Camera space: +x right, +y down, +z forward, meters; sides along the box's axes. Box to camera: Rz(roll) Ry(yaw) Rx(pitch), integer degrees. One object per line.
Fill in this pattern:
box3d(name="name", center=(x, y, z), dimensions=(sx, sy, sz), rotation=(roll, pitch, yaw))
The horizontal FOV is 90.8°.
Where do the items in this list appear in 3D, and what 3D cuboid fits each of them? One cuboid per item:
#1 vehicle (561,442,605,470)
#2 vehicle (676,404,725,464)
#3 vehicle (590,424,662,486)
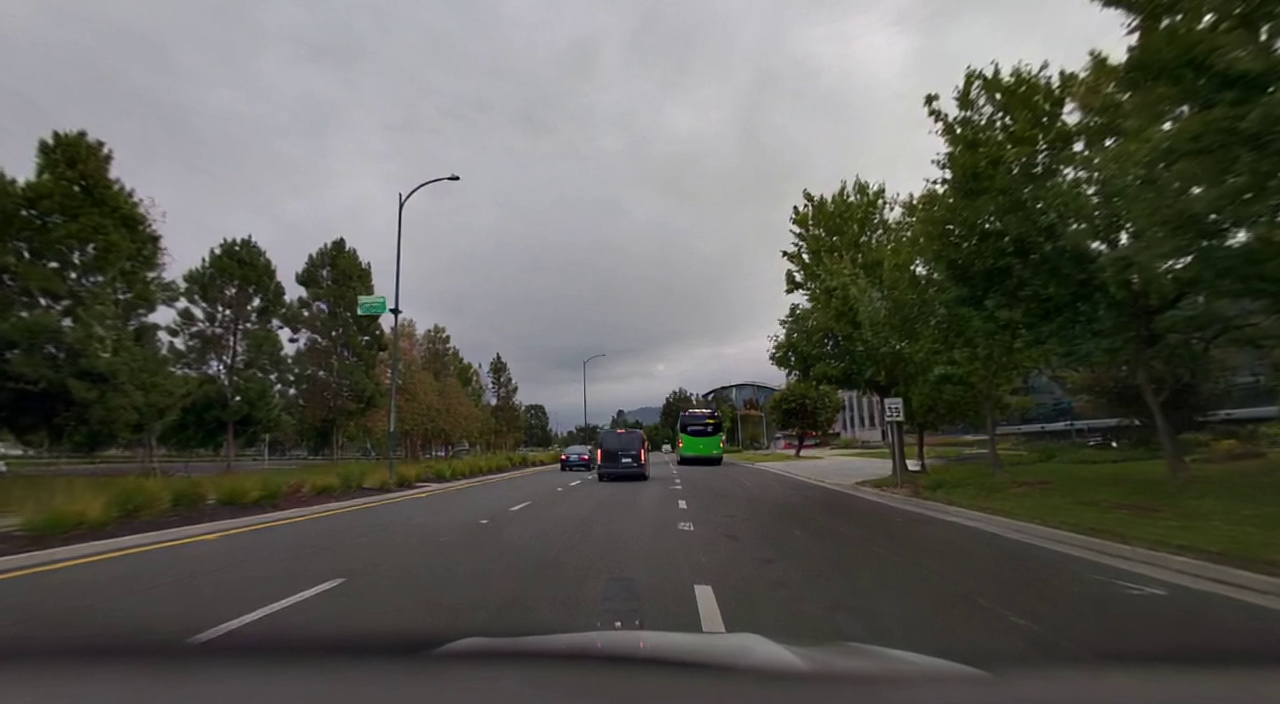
box3d(name="vehicle", center=(-3.459, 6.453, 39.361), dimensions=(2.109, 1.672, 4.256), rotation=(-1, -9, 3))
box3d(name="vehicle", center=(4.431, 6.468, 48.903), dimensions=(2.970, 4.005, 13.429), rotation=(-1, -9, 2))
box3d(name="vehicle", center=(-0.391, 3.937, 24.359), dimensions=(2.336, 2.122, 5.207), rotation=(-1, -9, 3))
